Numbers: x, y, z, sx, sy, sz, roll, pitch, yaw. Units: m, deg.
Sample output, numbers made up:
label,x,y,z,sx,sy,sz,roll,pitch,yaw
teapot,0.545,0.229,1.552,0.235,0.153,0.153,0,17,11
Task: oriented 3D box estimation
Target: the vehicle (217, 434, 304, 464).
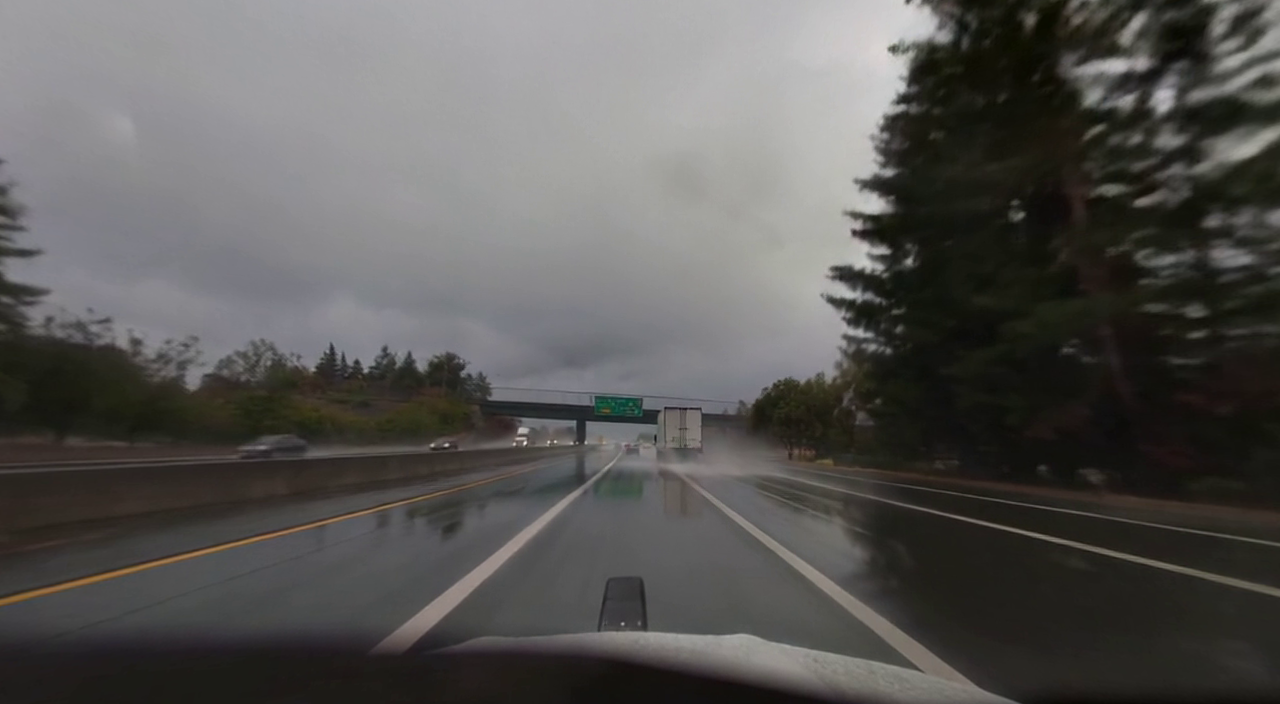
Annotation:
label,x,y,z,sx,sy,sz,roll,pitch,yaw
vehicle,-19.686,5.063,32.903,1.787,1.457,4.417,0,-9,0
